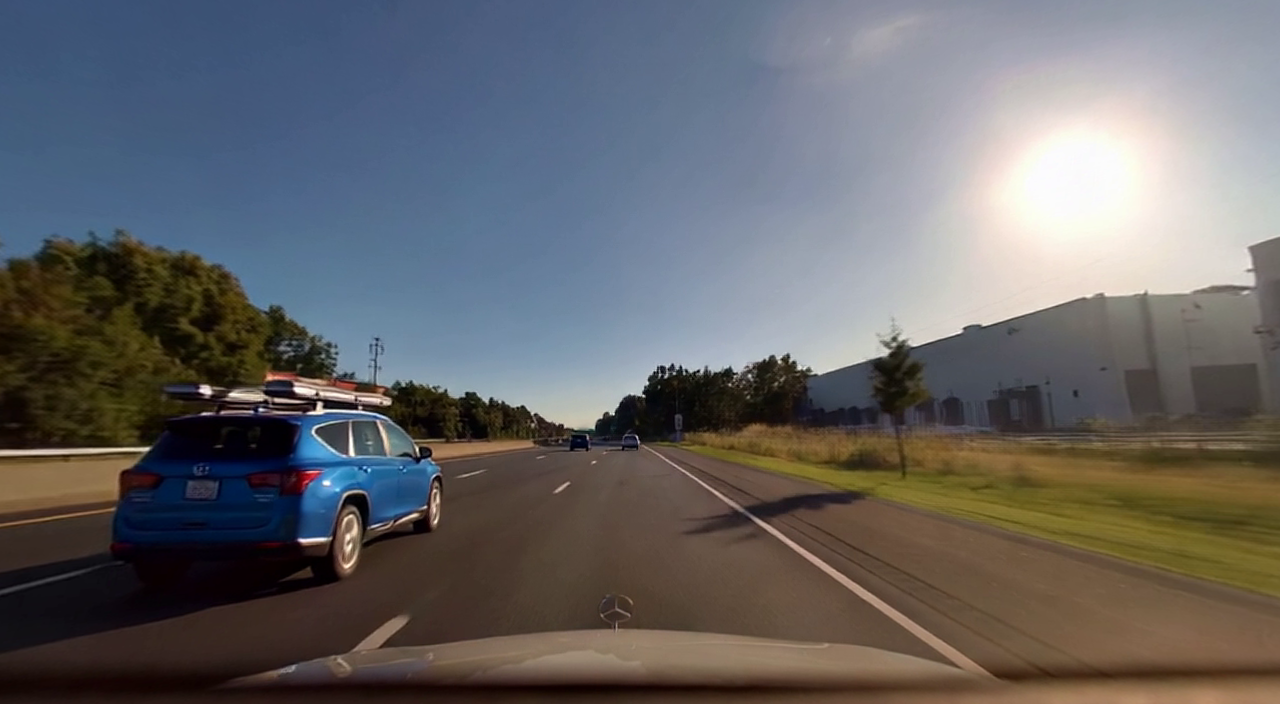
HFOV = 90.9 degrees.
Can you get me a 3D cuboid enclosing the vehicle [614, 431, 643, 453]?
[{"bbox_3d":[-0.875,6.891,48.458,2.151,1.618,3.898,0,-8,-1],"label":"vehicle"}]
